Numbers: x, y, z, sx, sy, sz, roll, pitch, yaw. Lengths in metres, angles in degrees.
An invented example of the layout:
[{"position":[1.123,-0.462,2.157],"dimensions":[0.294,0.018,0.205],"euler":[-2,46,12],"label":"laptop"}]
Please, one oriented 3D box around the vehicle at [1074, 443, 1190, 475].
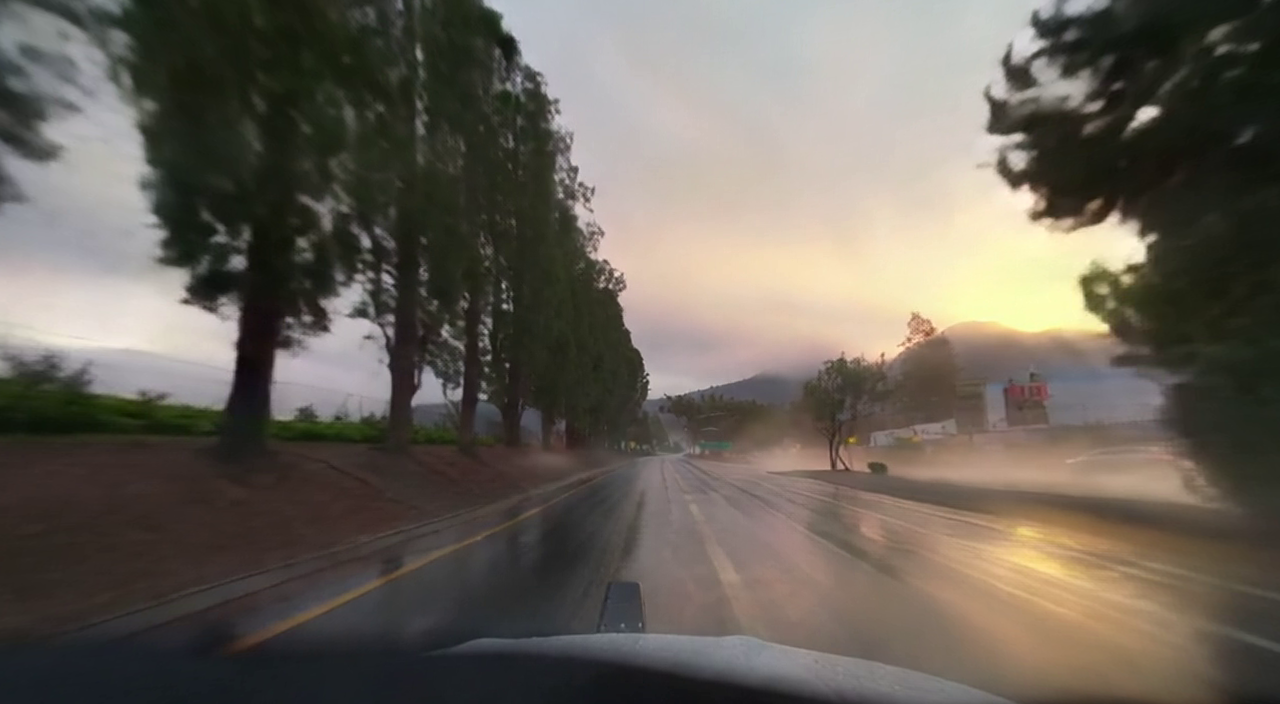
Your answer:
[{"position":[26.051,5.678,33.379],"dimensions":[4.473,1.581,1.973],"euler":[0,-9,-1],"label":"vehicle"}]
